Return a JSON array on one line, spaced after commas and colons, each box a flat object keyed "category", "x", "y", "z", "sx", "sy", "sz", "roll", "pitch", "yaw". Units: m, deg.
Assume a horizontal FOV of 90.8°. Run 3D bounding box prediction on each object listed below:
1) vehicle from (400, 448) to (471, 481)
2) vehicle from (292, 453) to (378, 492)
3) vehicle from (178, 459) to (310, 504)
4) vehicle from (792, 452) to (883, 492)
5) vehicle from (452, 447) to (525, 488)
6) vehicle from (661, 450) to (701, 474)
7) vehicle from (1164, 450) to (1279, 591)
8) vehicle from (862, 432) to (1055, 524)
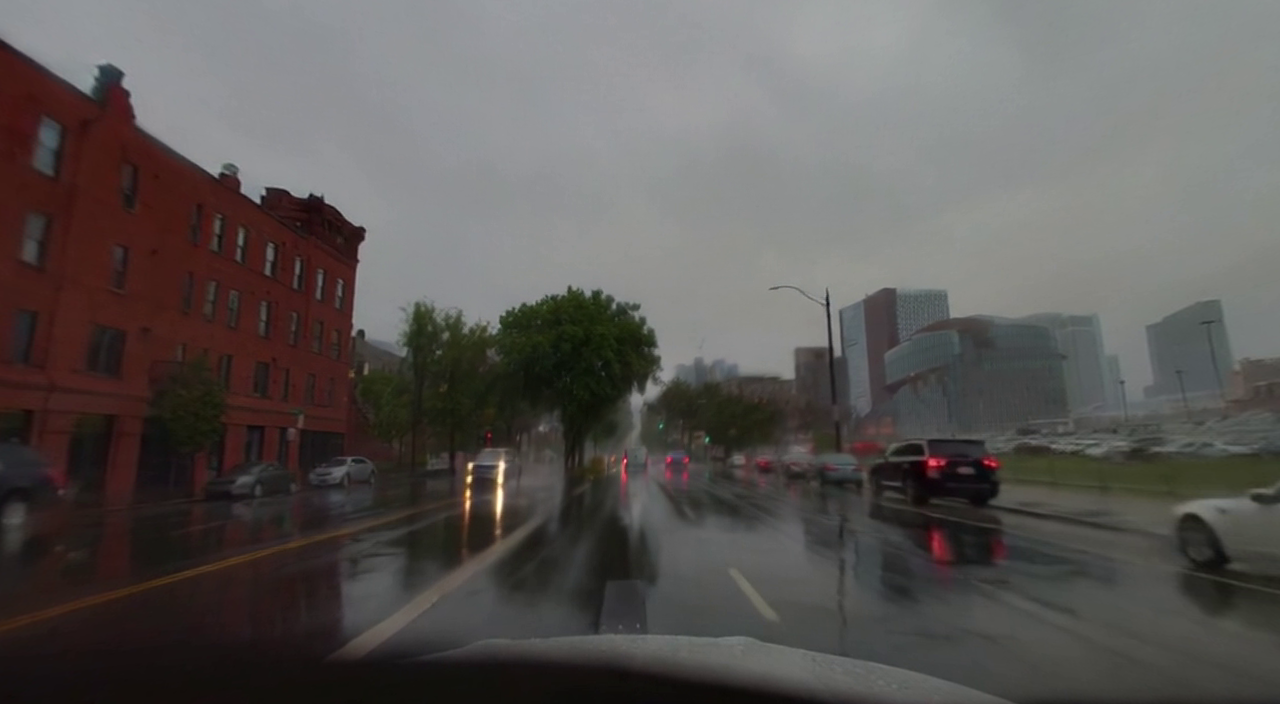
[{"category": "vehicle", "x": -14.725, "y": 8.113, "z": 45.981, "sx": 2.822, "sy": 2.230, "sz": 6.145, "roll": 0, "pitch": -9, "yaw": 3}, {"category": "vehicle", "x": -15.127, "y": 5.965, "z": 31.662, "sx": 2.063, "sy": 1.735, "sz": 4.317, "roll": 0, "pitch": -9, "yaw": 1}, {"category": "vehicle", "x": -14.997, "y": 4.903, "z": 24.313, "sx": 1.953, "sy": 1.456, "sz": 4.690, "roll": 0, "pitch": -9, "yaw": 2}, {"category": "vehicle", "x": 7.865, "y": 4.815, "z": 25.706, "sx": 2.030, "sy": 1.444, "sz": 4.832, "roll": 0, "pitch": -9, "yaw": -2}, {"category": "vehicle", "x": -6.461, "y": 4.962, "z": 27.446, "sx": 2.048, "sy": 1.615, "sz": 4.453, "roll": 0, "pitch": -9, "yaw": 0}, {"category": "vehicle", "x": 2.692, "y": 7.438, "z": 42.831, "sx": 2.238, "sy": 1.499, "sz": 4.964, "roll": 0, "pitch": -9, "yaw": -1}, {"category": "vehicle", "x": 7.889, "y": 1.655, "z": 5.883, "sx": 2.018, "sy": 1.489, "sz": 4.620, "roll": -1, "pitch": -9, "yaw": 0}, {"category": "vehicle", "x": 7.907, "y": 3.180, "z": 16.466, "sx": 2.305, "sy": 1.984, "sz": 5.002, "roll": -1, "pitch": -9, "yaw": -1}]
